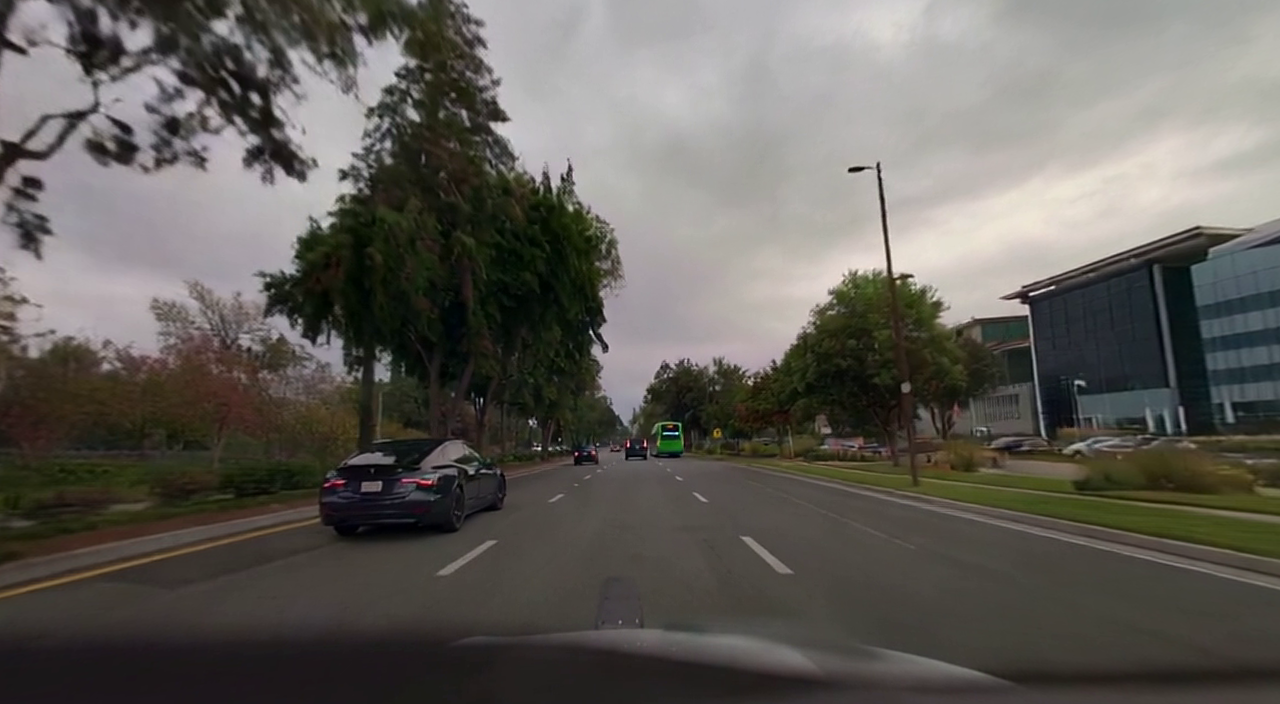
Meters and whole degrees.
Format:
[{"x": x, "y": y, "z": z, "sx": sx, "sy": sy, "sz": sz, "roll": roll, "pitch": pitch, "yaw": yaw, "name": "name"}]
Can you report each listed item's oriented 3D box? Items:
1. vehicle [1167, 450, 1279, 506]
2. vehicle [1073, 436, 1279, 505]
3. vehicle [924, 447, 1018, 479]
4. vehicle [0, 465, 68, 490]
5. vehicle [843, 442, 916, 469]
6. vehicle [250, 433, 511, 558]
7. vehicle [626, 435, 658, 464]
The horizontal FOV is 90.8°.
[{"x": 17.165, "y": 3.429, "z": 17.381, "sx": 3.722, "sy": 1.408, "sz": 1.766, "roll": 0, "pitch": -9, "yaw": -1, "name": "vehicle"}, {"x": 17.088, "y": 3.789, "z": 20.366, "sx": 4.520, "sy": 1.834, "sz": 2.167, "roll": -3, "pitch": -10, "yaw": 0, "name": "vehicle"}, {"x": 16.079, "y": 5.404, "z": 30.807, "sx": 3.495, "sy": 1.485, "sz": 1.806, "roll": 0, "pitch": -9, "yaw": -1, "name": "vehicle"}, {"x": -39.516, "y": 8.069, "z": 40.836, "sx": 1.633, "sy": 1.433, "sz": 3.617, "roll": 0, "pitch": -9, "yaw": -1, "name": "vehicle"}, {"x": 16.865, "y": 7.315, "z": 44.570, "sx": 4.402, "sy": 1.546, "sz": 1.628, "roll": -3, "pitch": -10, "yaw": 0, "name": "vehicle"}, {"x": -3.579, "y": 2.064, "z": 9.880, "sx": 2.120, "sy": 1.481, "sz": 4.535, "roll": 0, "pitch": -9, "yaw": 1, "name": "vehicle"}, {"x": 0.053, "y": 7.603, "z": 49.336, "sx": 2.336, "sy": 2.122, "sz": 5.207, "roll": 0, "pitch": -9, "yaw": -2, "name": "vehicle"}]
